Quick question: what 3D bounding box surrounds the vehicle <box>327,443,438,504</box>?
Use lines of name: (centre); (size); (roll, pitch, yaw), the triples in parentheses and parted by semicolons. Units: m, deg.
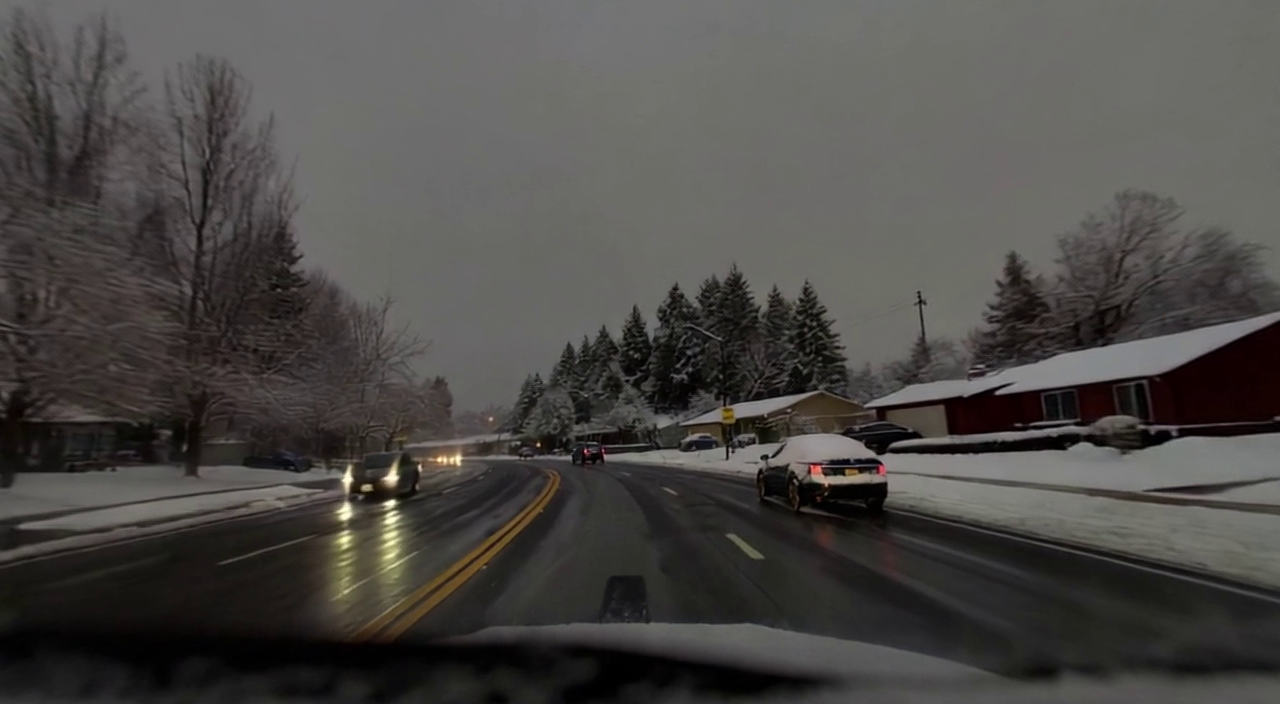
vehicle: (-8.081, 3.798, 20.283); (2.091, 1.700, 4.438); (1, -8, -6)

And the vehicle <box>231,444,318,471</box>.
vehicle: (-23.662, 6.820, 40.880); (4.477, 1.631, 1.893); (7, -11, -40)

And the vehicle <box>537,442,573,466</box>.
vehicle: (-6.435, 7.632, 47.241); (2.106, 1.667, 4.367); (2, -9, -15)

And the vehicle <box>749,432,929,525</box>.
vehicle: (3.645, 2.395, 12.535); (1.934, 1.506, 4.282); (0, -8, -4)
